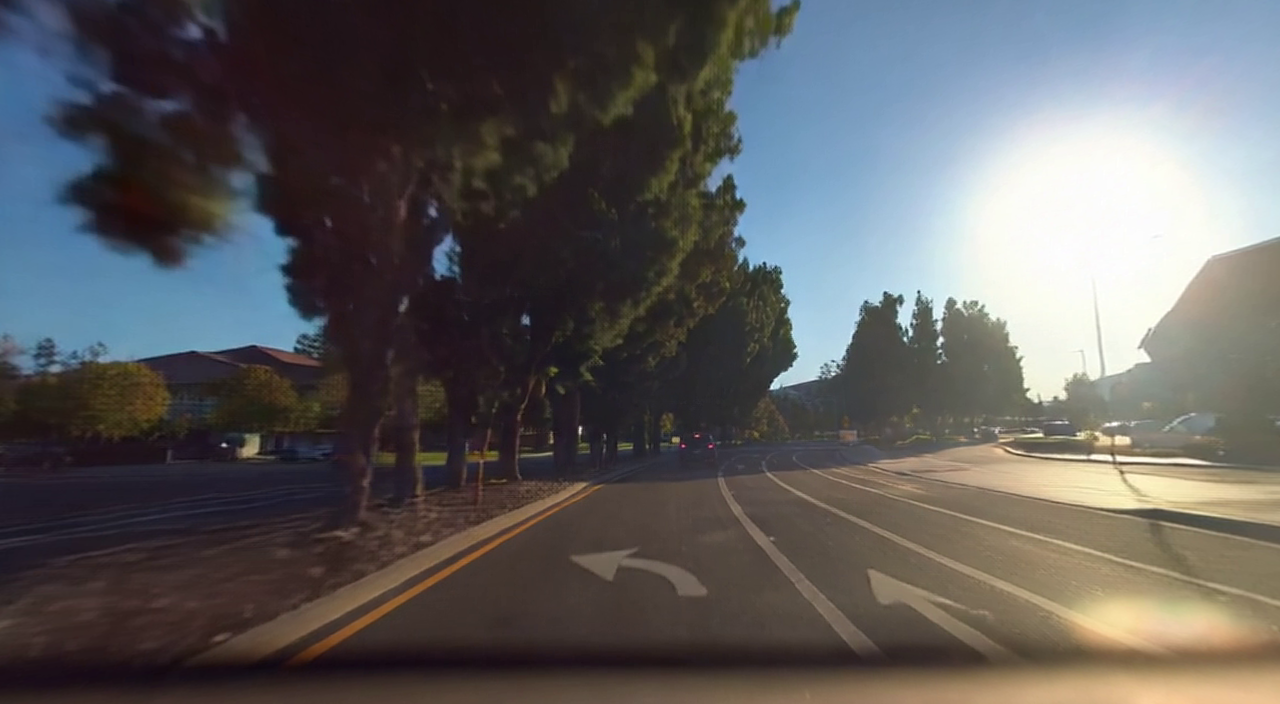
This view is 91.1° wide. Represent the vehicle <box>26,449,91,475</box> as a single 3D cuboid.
[{"bbox_3d":[-35.794,6.752,38.737,1.983,1.491,4.333,5,-10,-31],"label":"vehicle"}]

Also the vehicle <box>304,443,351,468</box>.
[{"bbox_3d":[-21.080,6.964,42.496,2.058,1.580,4.134,2,-9,-16],"label":"vehicle"}]

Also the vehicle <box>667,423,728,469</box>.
[{"bbox_3d":[2.802,4.387,29.325,2.371,1.926,5.615,-1,-9,9],"label":"vehicle"}]

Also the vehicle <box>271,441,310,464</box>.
[{"bbox_3d":[-25.795,7.399,46.394,1.916,1.563,3.941,3,-9,-21],"label":"vehicle"}]

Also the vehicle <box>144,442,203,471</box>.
[{"bbox_3d":[-30.897,6.897,41.717,2.123,1.834,4.749,4,-9,-25],"label":"vehicle"}]

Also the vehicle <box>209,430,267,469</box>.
[{"bbox_3d":[-28.538,6.859,44.715,2.346,2.341,5.455,0,-6,-21],"label":"vehicle"}]
